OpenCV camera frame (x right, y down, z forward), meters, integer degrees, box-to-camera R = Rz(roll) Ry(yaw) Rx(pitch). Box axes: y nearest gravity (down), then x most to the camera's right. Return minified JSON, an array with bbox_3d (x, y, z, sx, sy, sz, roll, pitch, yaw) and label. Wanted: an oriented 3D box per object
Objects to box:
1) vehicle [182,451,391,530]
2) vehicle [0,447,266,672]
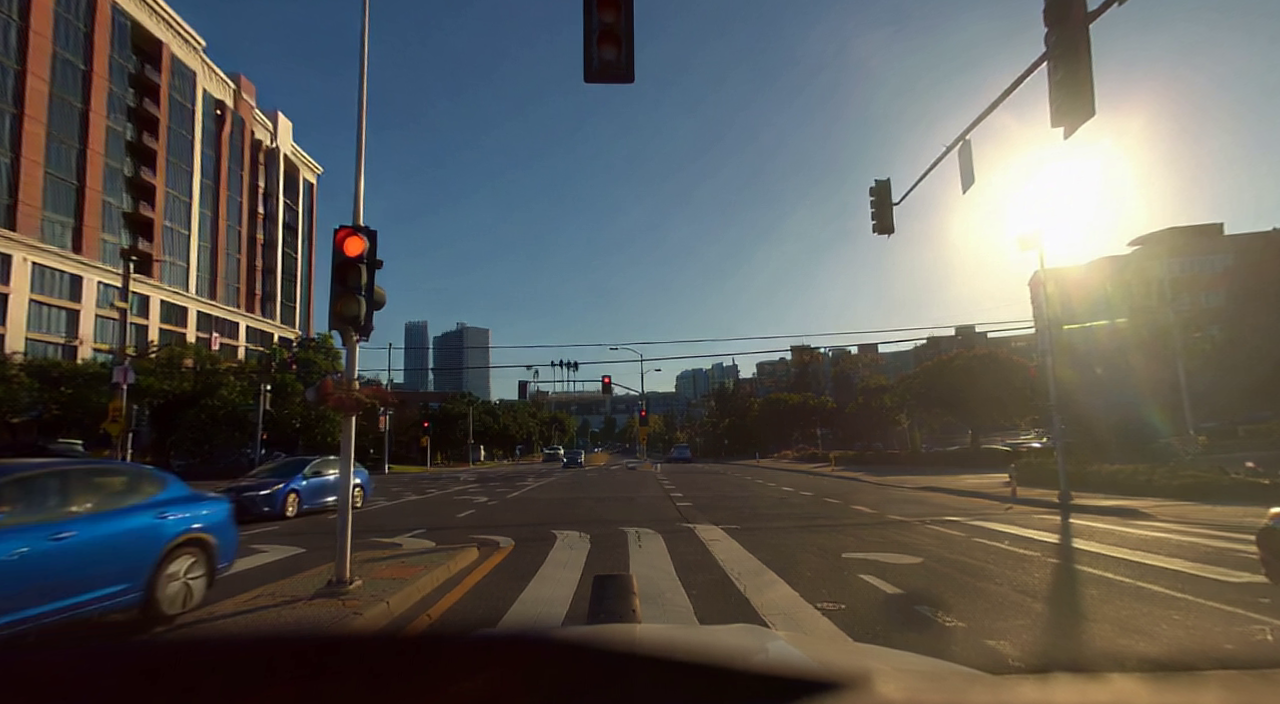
[{"bbox_3d":[-8.383,3.269,15.466,1.970,1.578,4.470,-2,-9,11],"label":"vehicle"},{"bbox_3d":[-5.407,1.514,4.764,1.943,1.553,4.571,-1,-9,6],"label":"vehicle"}]
